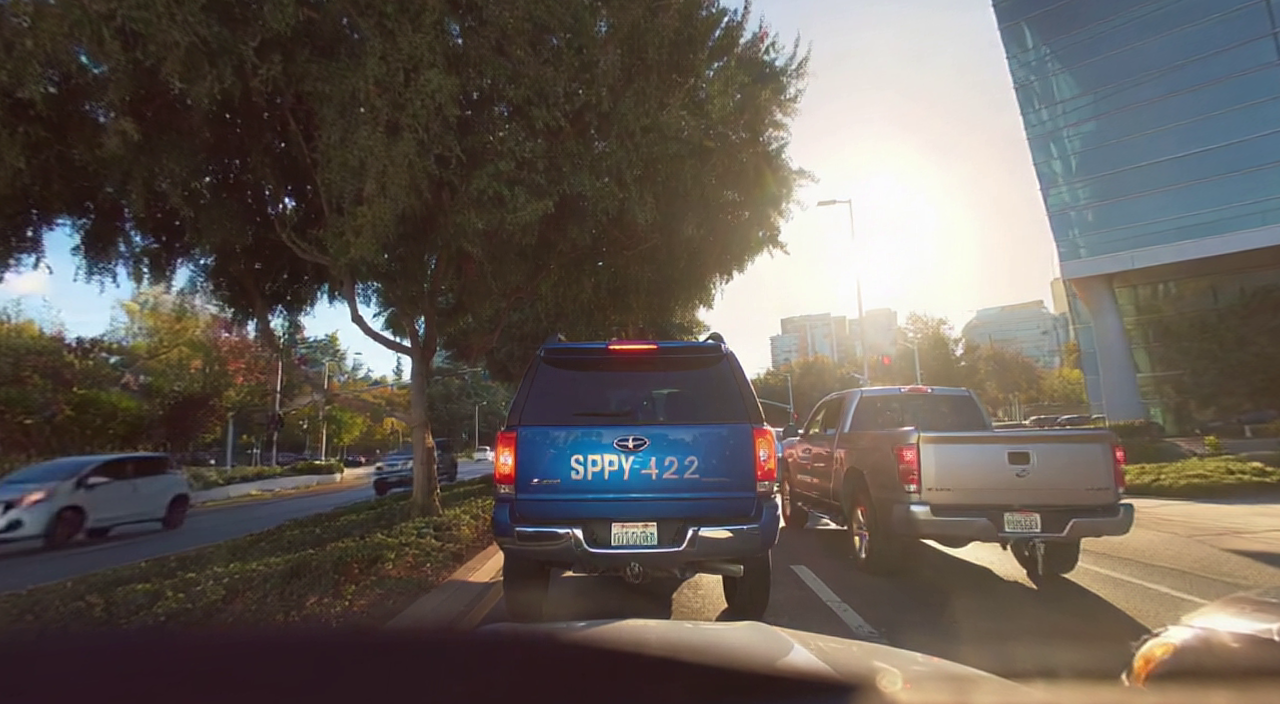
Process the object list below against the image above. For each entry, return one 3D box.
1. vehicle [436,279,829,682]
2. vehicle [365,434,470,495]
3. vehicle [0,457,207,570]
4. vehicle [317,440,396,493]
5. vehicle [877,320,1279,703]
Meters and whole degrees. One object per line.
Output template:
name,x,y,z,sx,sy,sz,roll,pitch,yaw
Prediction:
vehicle,0.010,1.038,5.969,2.267,2.372,4.366,0,-8,2
vehicle,-8.569,4.371,24.977,2.136,2.109,5.377,0,-8,1
vehicle,-12.154,3.301,13.747,1.965,1.897,4.821,0,-8,0
vehicle,-15.732,6.346,35.383,1.924,2.730,5.024,0,-8,2
vehicle,3.083,0.984,3.458,2.022,1.700,4.410,0,-8,3
